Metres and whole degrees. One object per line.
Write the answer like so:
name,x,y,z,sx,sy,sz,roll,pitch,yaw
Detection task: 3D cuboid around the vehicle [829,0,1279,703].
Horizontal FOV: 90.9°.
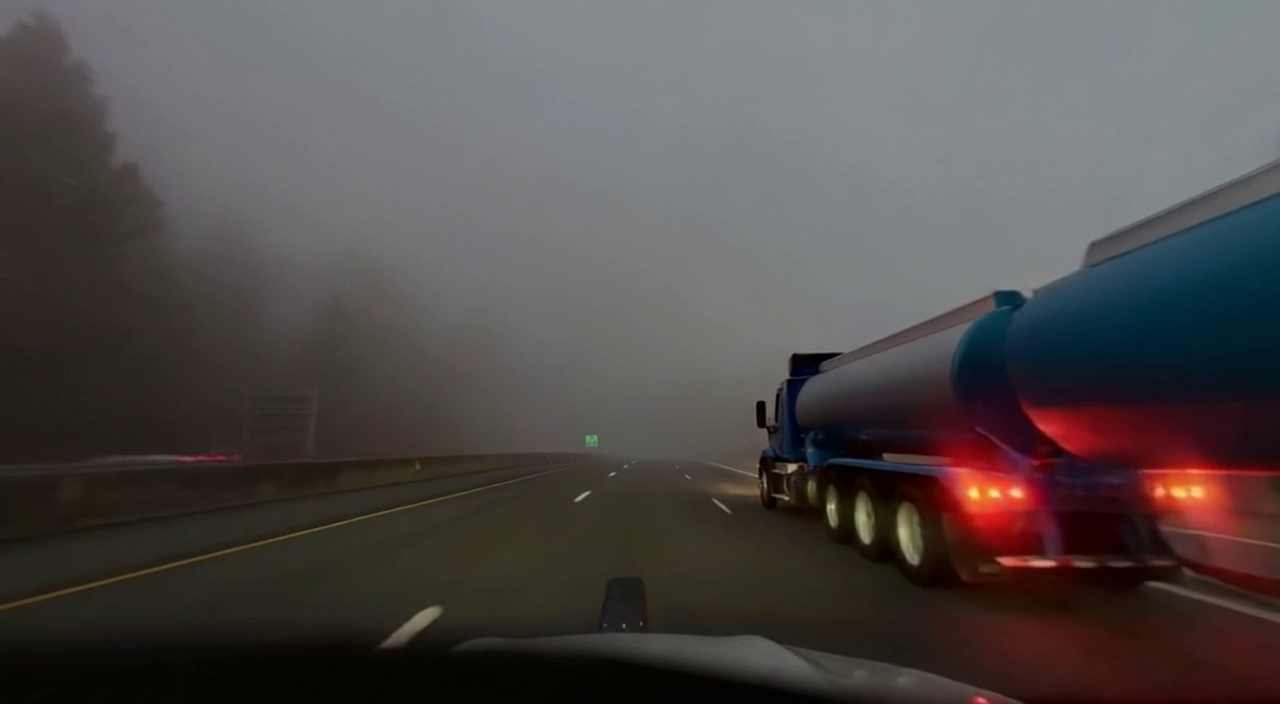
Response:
vehicle,4.134,-0.037,1.610,2.880,3.624,14.397,0,-9,0
